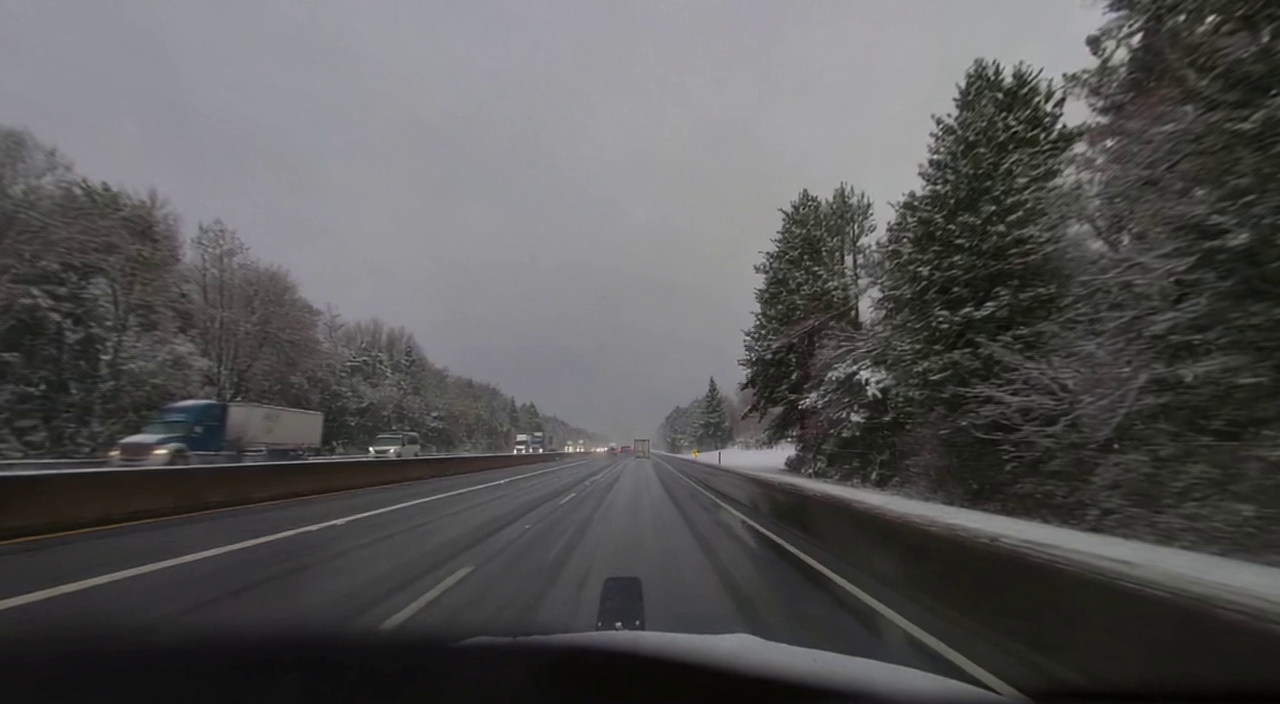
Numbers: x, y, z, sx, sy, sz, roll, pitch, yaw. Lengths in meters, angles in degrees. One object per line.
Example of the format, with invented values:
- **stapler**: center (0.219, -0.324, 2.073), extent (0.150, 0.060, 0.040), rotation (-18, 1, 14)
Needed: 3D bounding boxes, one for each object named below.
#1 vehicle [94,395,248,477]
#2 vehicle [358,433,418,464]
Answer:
- **vehicle**: center (-23.659, 4.350, 32.355), extent (2.978, 3.770, 6.115), rotation (0, -9, 0)
- **vehicle**: center (-18.989, 7.317, 47.860), extent (2.371, 2.191, 5.138), rotation (0, -9, 0)
